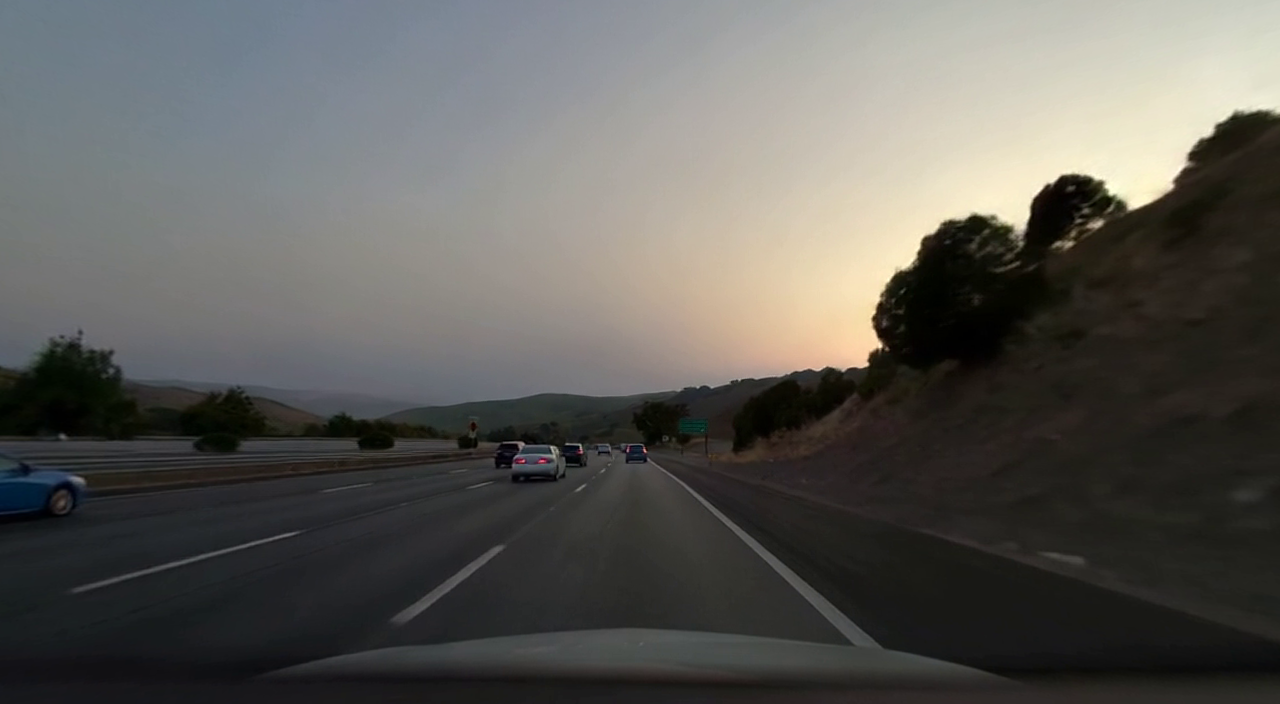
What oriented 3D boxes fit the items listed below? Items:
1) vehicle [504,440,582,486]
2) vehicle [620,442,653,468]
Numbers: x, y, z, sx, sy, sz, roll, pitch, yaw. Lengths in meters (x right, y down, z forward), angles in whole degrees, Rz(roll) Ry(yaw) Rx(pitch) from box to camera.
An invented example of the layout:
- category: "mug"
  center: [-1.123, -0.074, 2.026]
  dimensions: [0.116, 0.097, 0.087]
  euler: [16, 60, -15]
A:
- category: "vehicle"
  center: [-3.471, 4.081, 23.557]
  dimensions: [2.080, 1.505, 4.649]
  euler: [0, -8, 1]
- category: "vehicle"
  center: [-0.293, 6.998, 43.128]
  dimensions: [2.138, 1.674, 4.044]
  euler: [0, -8, -1]
